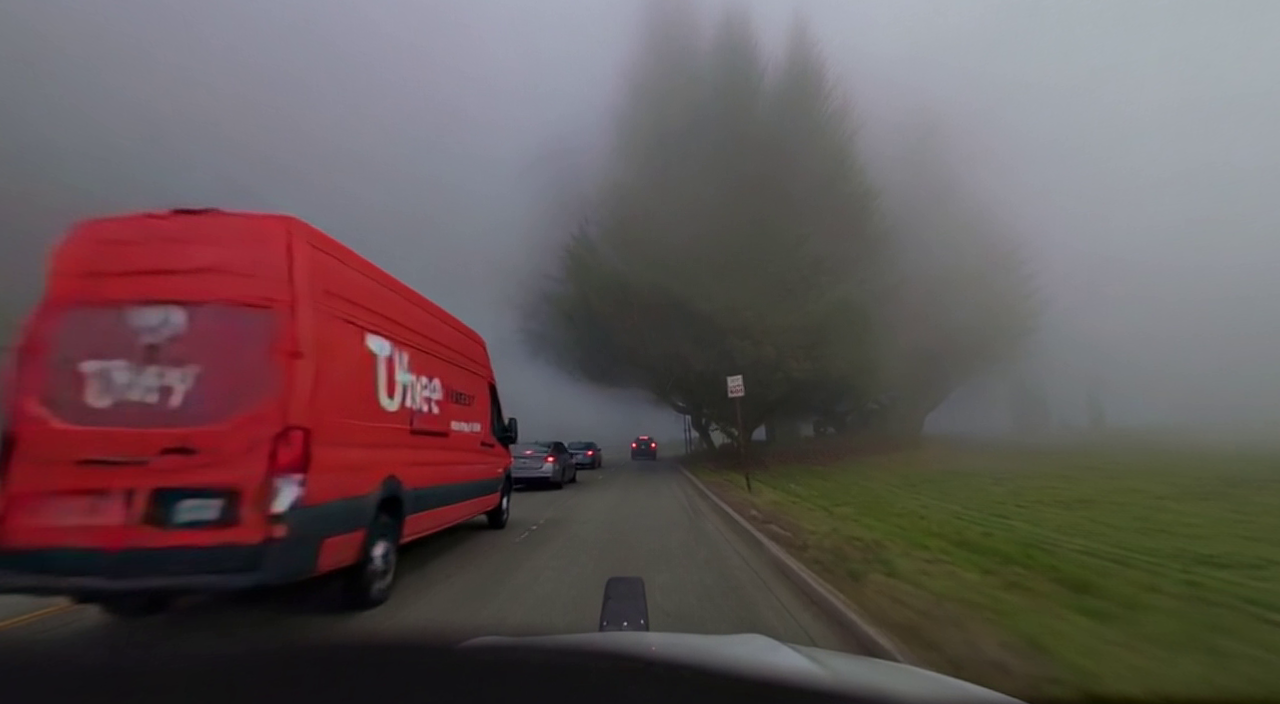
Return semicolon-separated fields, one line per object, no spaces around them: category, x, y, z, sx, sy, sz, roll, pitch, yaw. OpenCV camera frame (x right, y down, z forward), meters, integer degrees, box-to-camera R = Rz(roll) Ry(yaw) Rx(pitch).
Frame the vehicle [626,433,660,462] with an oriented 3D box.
vehicle;0.273;6.653;44.203;2.241;1.912;4.095;0;-8;2

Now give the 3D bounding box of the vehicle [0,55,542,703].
vehicle;-3.356;0.811;7.331;2.818;3.181;9.114;0;-8;1
